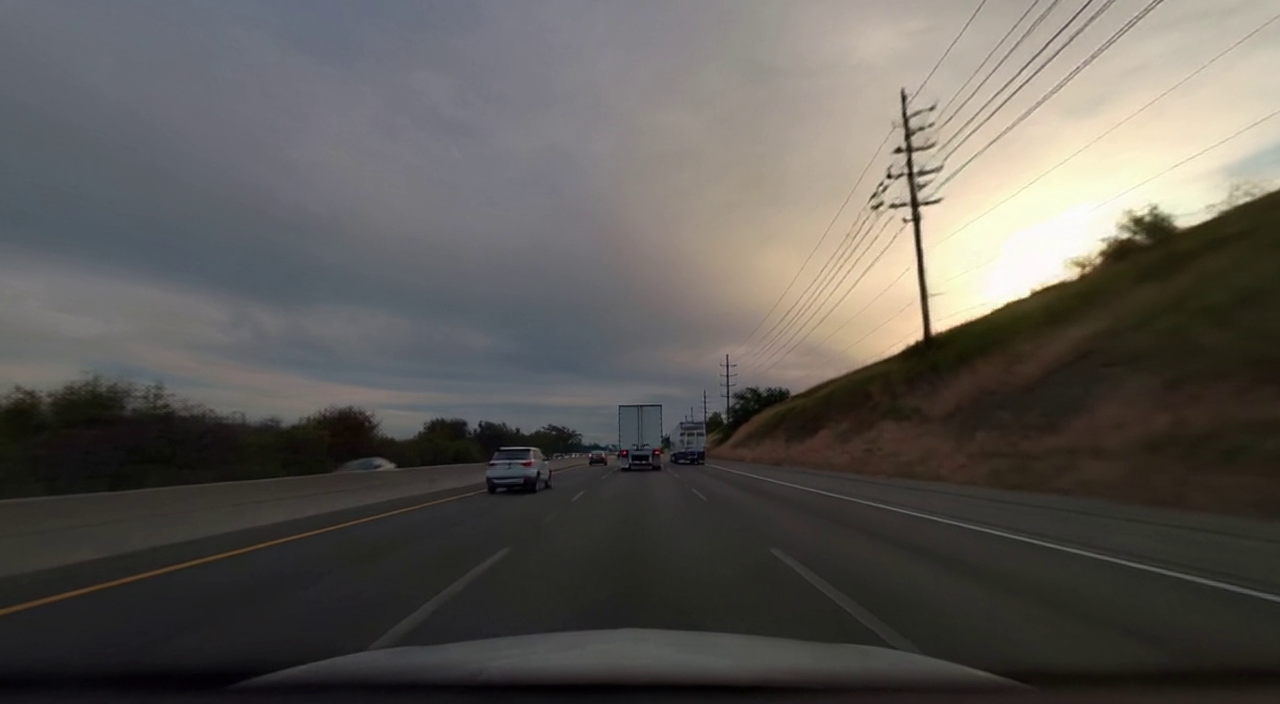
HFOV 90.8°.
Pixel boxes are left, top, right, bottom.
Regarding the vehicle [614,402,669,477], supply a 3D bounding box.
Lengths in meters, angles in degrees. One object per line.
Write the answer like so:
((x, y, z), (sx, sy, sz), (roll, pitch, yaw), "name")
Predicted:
((0.149, 5.581, 39.598), (2.985, 4.025, 10.982), (0, -9, 1), "vehicle")

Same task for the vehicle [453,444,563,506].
((-3.615, 3.479, 18.309), (2.128, 1.533, 4.694), (0, -9, 1), "vehicle")

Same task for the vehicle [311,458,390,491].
((-14.367, 6.075, 31.578), (1.931, 1.464, 4.412), (0, -9, -1), "vehicle")
